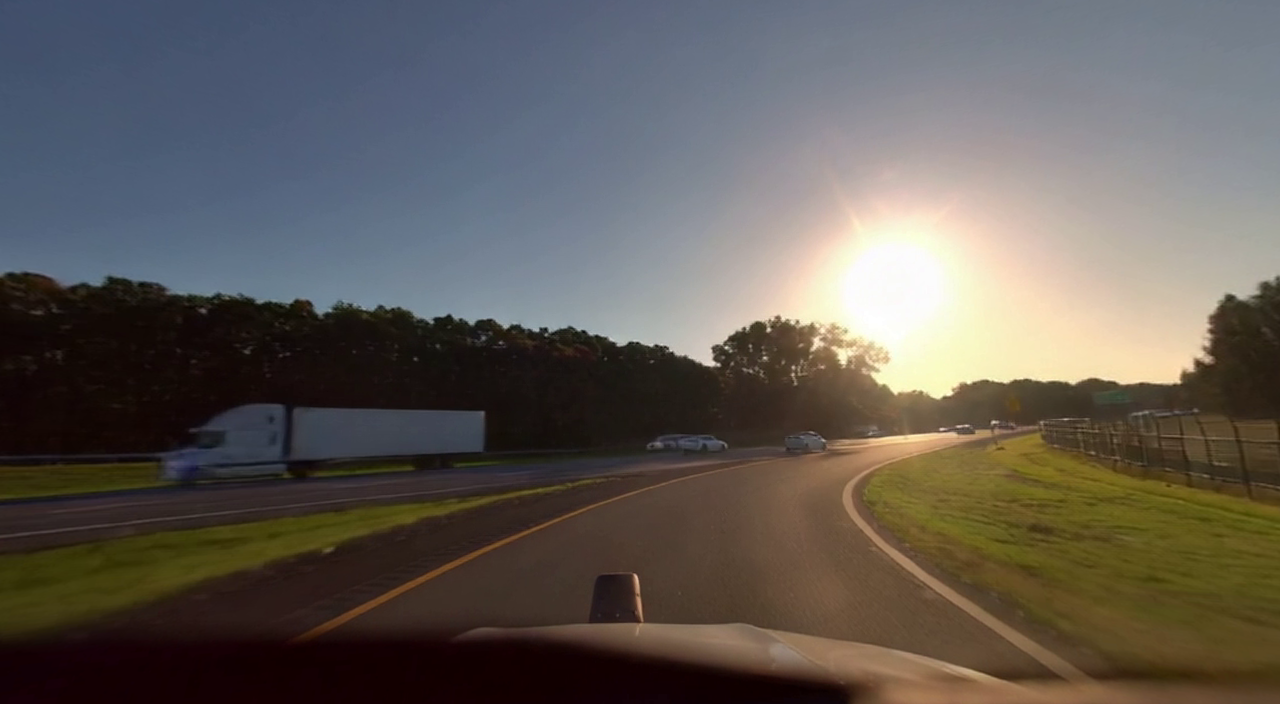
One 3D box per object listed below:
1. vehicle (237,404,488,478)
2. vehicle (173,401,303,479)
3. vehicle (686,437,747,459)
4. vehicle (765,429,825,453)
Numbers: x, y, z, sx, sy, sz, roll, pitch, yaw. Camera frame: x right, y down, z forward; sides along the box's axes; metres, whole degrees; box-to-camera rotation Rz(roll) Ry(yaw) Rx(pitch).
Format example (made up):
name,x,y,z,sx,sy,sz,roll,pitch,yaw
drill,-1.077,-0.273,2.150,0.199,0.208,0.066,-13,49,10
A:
name,x,y,z,sx,sy,sz,roll,pitch,yaw
vehicle,-16.119,5.467,38.766,2.888,3.781,14.258,-7,-10,38
vehicle,-20.882,4.586,32.844,2.985,3.697,4.762,-7,-11,38
vehicle,5.439,6.723,44.203,1.923,1.496,4.819,-7,-11,39
vehicle,10.973,6.242,44.272,2.135,1.579,4.843,-7,-11,39
